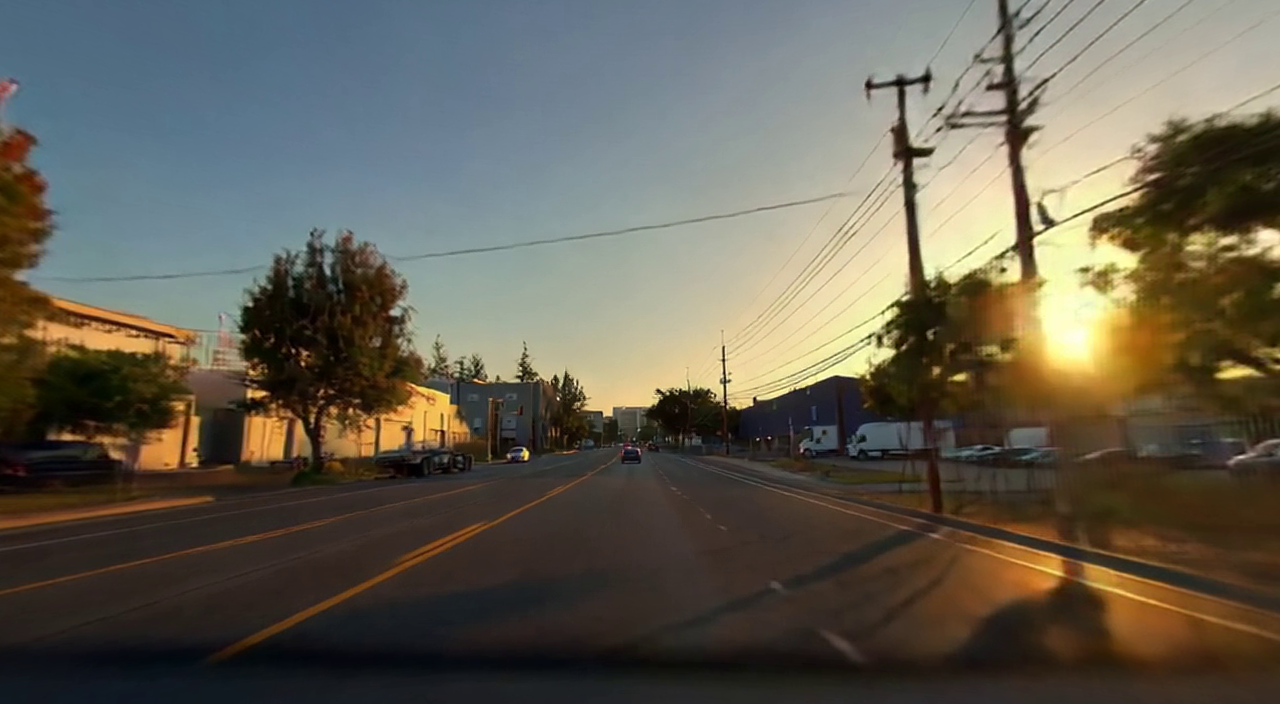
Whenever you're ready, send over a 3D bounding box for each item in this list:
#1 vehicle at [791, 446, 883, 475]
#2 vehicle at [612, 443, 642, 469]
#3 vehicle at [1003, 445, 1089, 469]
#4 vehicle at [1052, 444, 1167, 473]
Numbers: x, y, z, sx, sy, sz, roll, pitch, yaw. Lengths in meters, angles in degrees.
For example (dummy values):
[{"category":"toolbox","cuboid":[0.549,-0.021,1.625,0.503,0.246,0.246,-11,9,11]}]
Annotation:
[{"category":"vehicle","cuboid":[11.683,6.449,37.690,4.758,1.496,1.871,-1,-9,-1]},{"category":"vehicle","cuboid":[-0.839,6.914,42.230,1.937,1.588,3.746,0,-8,-1]},{"category":"vehicle","cuboid":[25.736,6.657,40.177,4.134,1.441,1.836,-1,-8,2]},{"category":"vehicle","cuboid":[25.713,5.821,34.717,4.625,1.484,1.997,0,-8,1]}]
